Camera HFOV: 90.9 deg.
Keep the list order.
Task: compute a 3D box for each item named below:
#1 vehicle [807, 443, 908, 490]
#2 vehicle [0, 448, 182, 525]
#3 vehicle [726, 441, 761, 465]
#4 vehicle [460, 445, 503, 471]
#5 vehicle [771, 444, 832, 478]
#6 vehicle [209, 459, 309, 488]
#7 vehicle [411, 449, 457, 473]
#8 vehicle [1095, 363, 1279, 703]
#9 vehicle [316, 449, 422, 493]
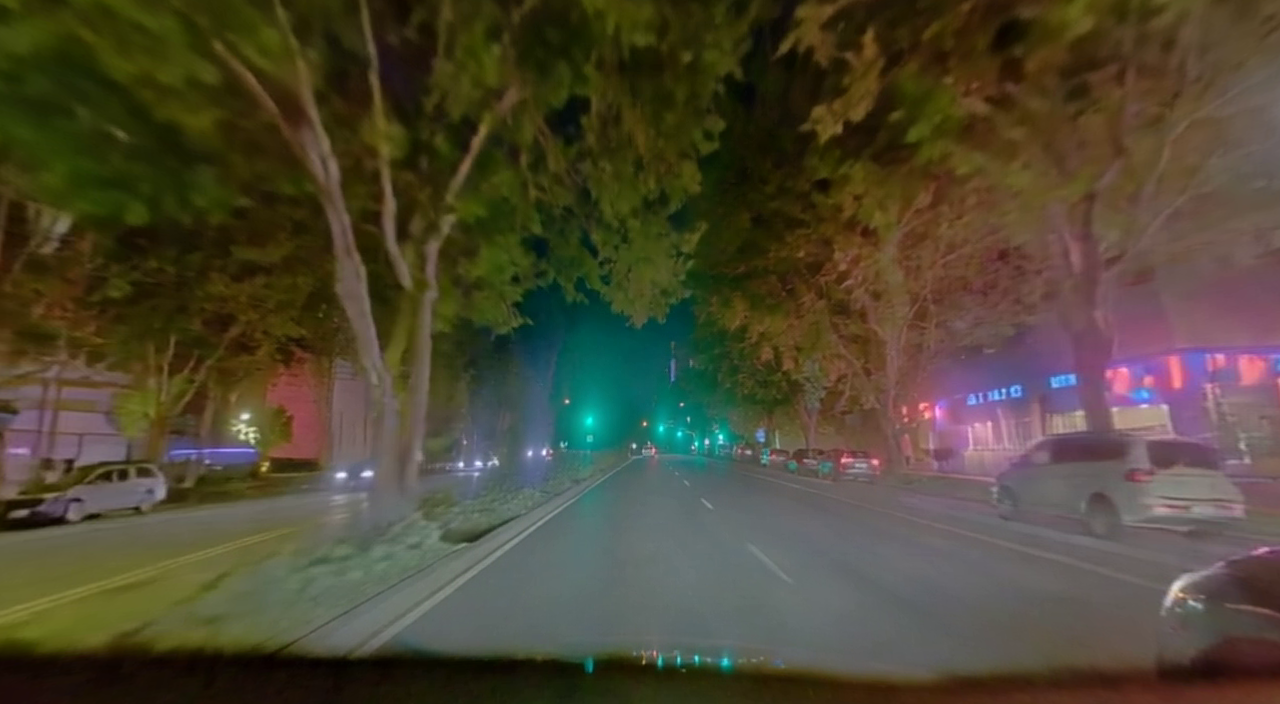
[{"bbox_3d":[7.397,3.923,21.989,1.874,1.438,4.466,0,-8,-1],"label":"vehicle"},{"bbox_3d":[-16.031,3.769,18.343,1.972,1.898,4.556,0,-8,0],"label":"vehicle"},{"bbox_3d":[7.848,7.622,47.933,1.891,1.711,4.173,0,-8,-1],"label":"vehicle"},{"bbox_3d":[-11.387,7.608,45.555,1.910,1.705,4.399,0,-8,1],"label":"vehicle"},{"bbox_3d":[7.606,5.143,30.103,1.881,1.443,4.576,0,-8,2],"label":"vehicle"},{"bbox_3d":[-20.721,6.603,34.355,4.336,1.441,1.813,-1,-8,6],"label":"vehicle"},{"bbox_3d":[-15.436,8.155,47.469,1.876,1.605,4.544,0,-8,1],"label":"vehicle"},{"bbox_3d":[2.761,0.582,0.343,1.989,1.498,4.050,0,-8,0],"label":"vehicle"},{"bbox_3d":[-10.261,4.506,24.317,1.890,1.482,4.411,-1,-8,4],"label":"vehicle"}]
